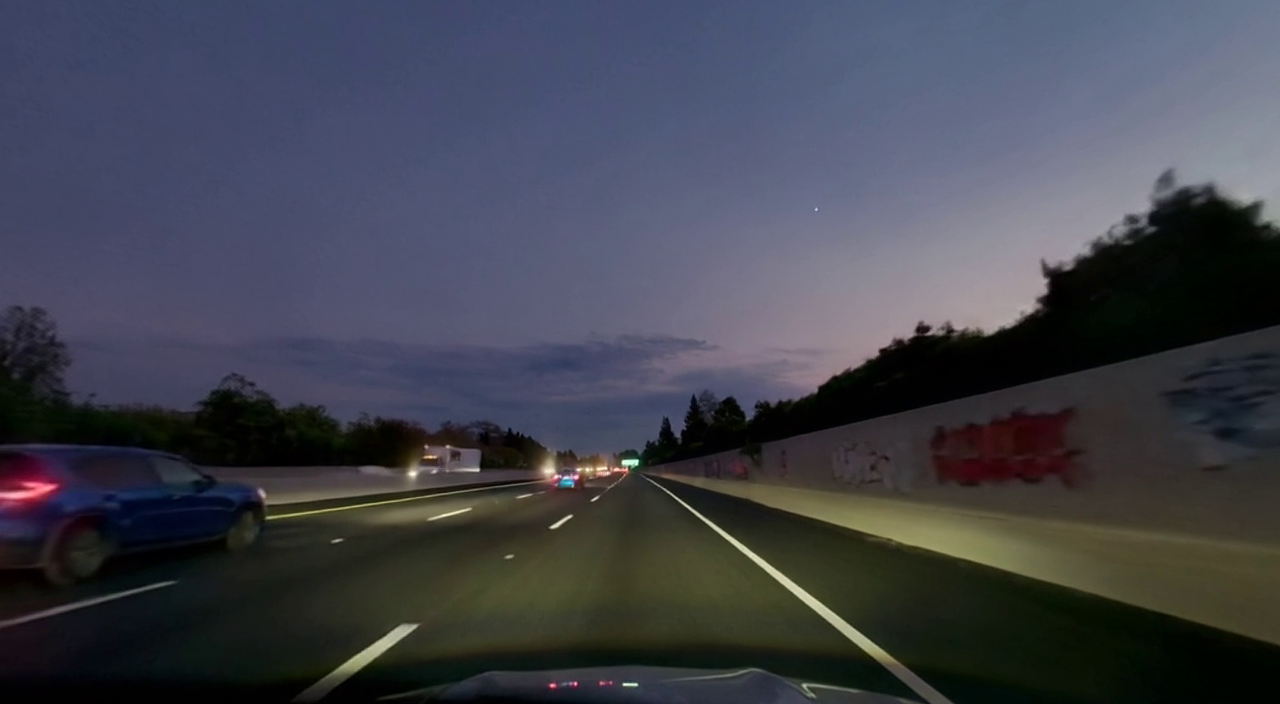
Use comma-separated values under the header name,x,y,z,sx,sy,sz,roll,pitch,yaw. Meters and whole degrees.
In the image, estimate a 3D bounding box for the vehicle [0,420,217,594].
name,x,y,z,sx,sy,sz,roll,pitch,yaw
vehicle,-7.180,1.612,6.772,2.124,1.630,4.416,1,-11,0

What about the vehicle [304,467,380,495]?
name,x,y,z,sx,sy,sz,roll,pitch,yaw
vehicle,-15.542,6.747,33.109,1.857,1.311,4.379,1,-11,0

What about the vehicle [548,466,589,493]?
name,x,y,z,sx,sy,sz,roll,pitch,yaw
vehicle,-4.097,7.436,36.778,1.941,1.437,3.829,1,-11,0
